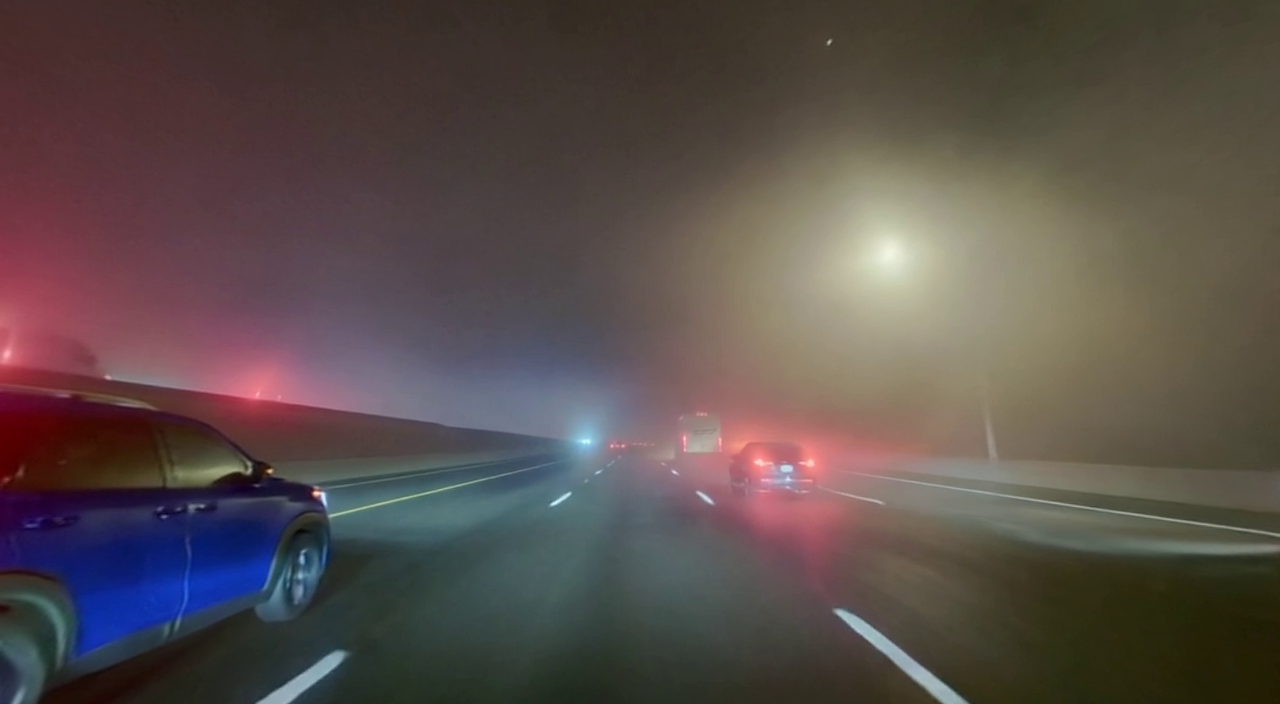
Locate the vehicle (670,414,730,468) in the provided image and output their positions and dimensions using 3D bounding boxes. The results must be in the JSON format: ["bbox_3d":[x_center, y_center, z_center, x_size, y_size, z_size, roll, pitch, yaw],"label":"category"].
[{"bbox_3d":[3.255,5.058,35.797,2.629,2.718,6.740,0,-8,-1],"label":"vehicle"}]

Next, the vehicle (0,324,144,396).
[{"bbox_3d":[-18.404,0.370,19.460,2.044,1.573,4.964,0,-8,3],"label":"vehicle"}]

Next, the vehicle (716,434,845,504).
[{"bbox_3d":[3.392,2.944,16.446,2.108,1.509,5.059,0,-8,-1],"label":"vehicle"}]

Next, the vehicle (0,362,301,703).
[{"bbox_3d":[-4.021,0.949,3.454,2.000,1.646,4.201,0,-8,0],"label":"vehicle"}]
